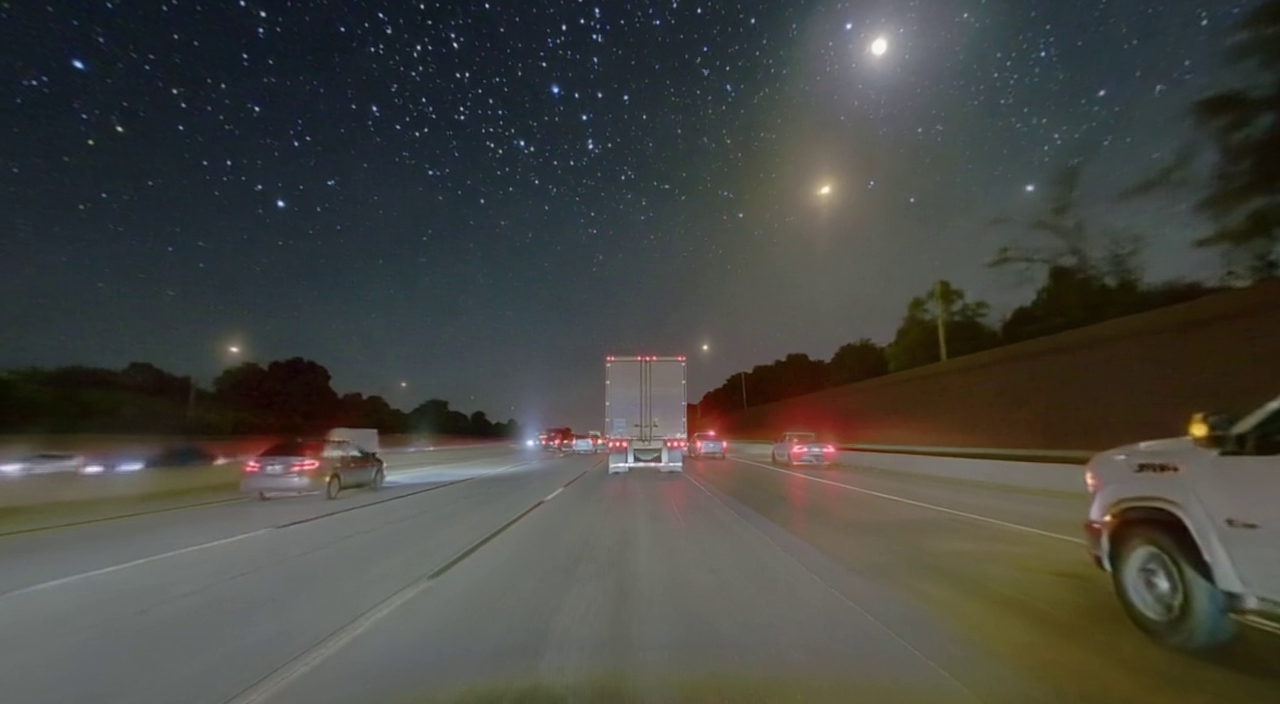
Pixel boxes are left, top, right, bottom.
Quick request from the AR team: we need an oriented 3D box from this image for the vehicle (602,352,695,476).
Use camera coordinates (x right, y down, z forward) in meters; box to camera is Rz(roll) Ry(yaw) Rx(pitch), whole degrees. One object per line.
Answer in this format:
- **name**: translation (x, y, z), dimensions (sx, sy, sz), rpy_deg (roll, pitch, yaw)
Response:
- **vehicle**: translation (0.038, 2.642, 25.114), dimensions (2.904, 3.915, 10.473), rpy_deg (0, -8, -3)

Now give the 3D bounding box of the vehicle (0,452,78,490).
- **vehicle**: translation (-31.285, 5.953, 31.727), dimensions (1.833, 1.703, 4.317), rpy_deg (0, -8, -1)

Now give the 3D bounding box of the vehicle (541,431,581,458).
- **vehicle**: translation (-5.091, 5.991, 41.042), dimensions (2.134, 1.650, 4.133), rpy_deg (0, -8, -1)

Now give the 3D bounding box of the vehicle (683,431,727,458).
- **vehicle**: translation (3.913, 5.672, 38.745), dimensions (2.044, 1.508, 4.716), rpy_deg (0, -8, -2)

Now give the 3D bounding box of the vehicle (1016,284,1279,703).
- **vehicle**: translation (3.647, 0.539, 1.723), dimensions (2.118, 1.832, 4.901), rpy_deg (0, -8, -1)

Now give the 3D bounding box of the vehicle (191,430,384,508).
- **vehicle**: translation (-7.656, 2.538, 14.213), dimensions (2.059, 1.500, 4.001), rpy_deg (0, -8, -1)
